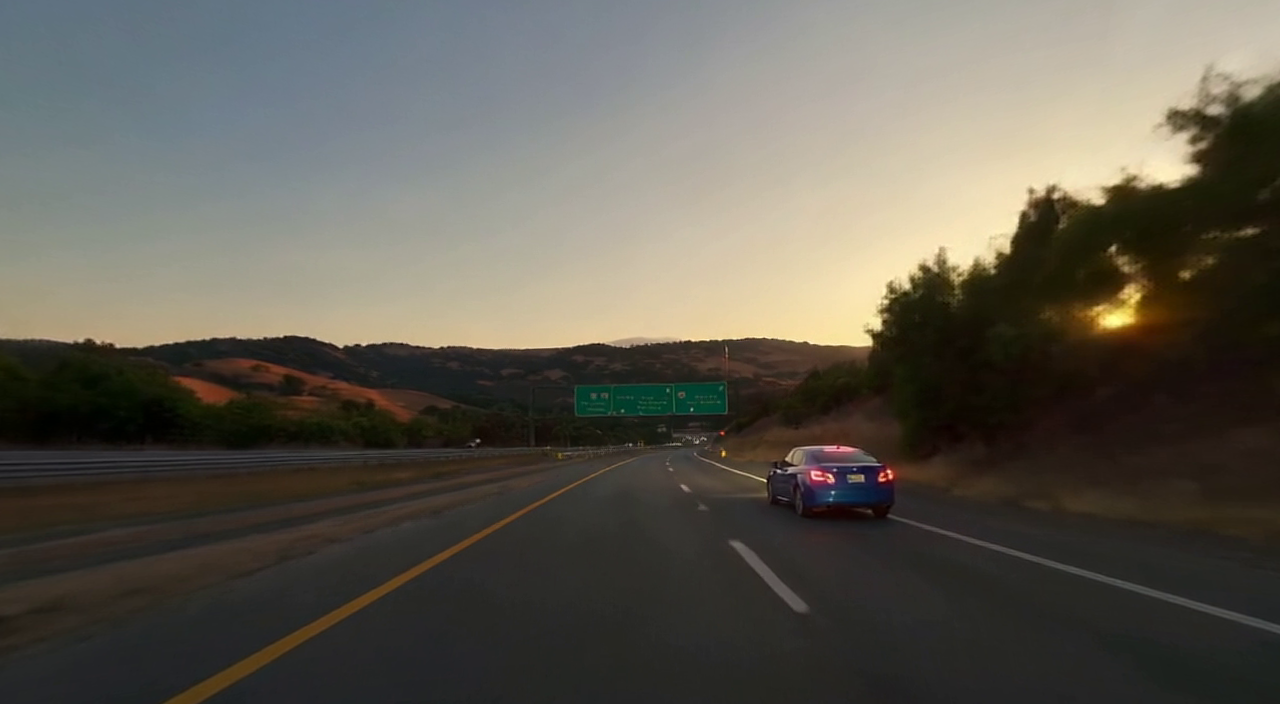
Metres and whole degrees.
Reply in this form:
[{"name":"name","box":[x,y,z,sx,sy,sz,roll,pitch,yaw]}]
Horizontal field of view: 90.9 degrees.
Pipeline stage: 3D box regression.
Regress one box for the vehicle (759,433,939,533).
[{"name":"vehicle","box":[3.621,2.336,11.834,1.997,1.515,4.025,0,-9,0]}]
